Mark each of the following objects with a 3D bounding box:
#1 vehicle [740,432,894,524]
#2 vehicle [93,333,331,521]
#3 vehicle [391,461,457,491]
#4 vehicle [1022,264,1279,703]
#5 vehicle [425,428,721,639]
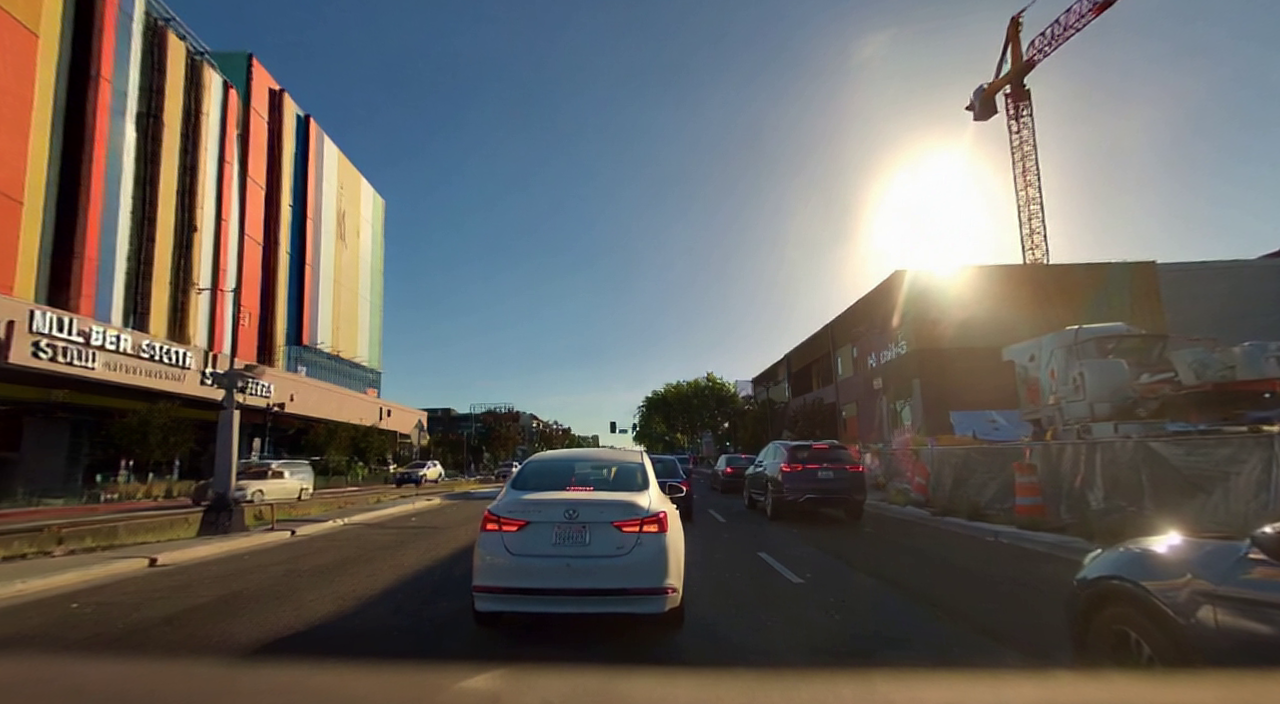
[{"bbox_3d":[3.888,2.851,14.977,2.185,1.797,4.934,0,-8,-1],"label":"vehicle"},{"bbox_3d":[-9.093,1.682,13.923,2.592,3.548,3.414,-2,-9,4],"label":"vehicle"},{"bbox_3d":[-12.519,7.218,36.946,1.986,1.476,4.753,-1,-8,4],"label":"vehicle"},{"bbox_3d":[3.341,0.493,1.043,2.182,1.954,5.341,0,-8,2],"label":"vehicle"},{"bbox_3d":[-0.432,1.622,6.711,2.131,1.496,4.193,0,-8,2],"label":"vehicle"}]
